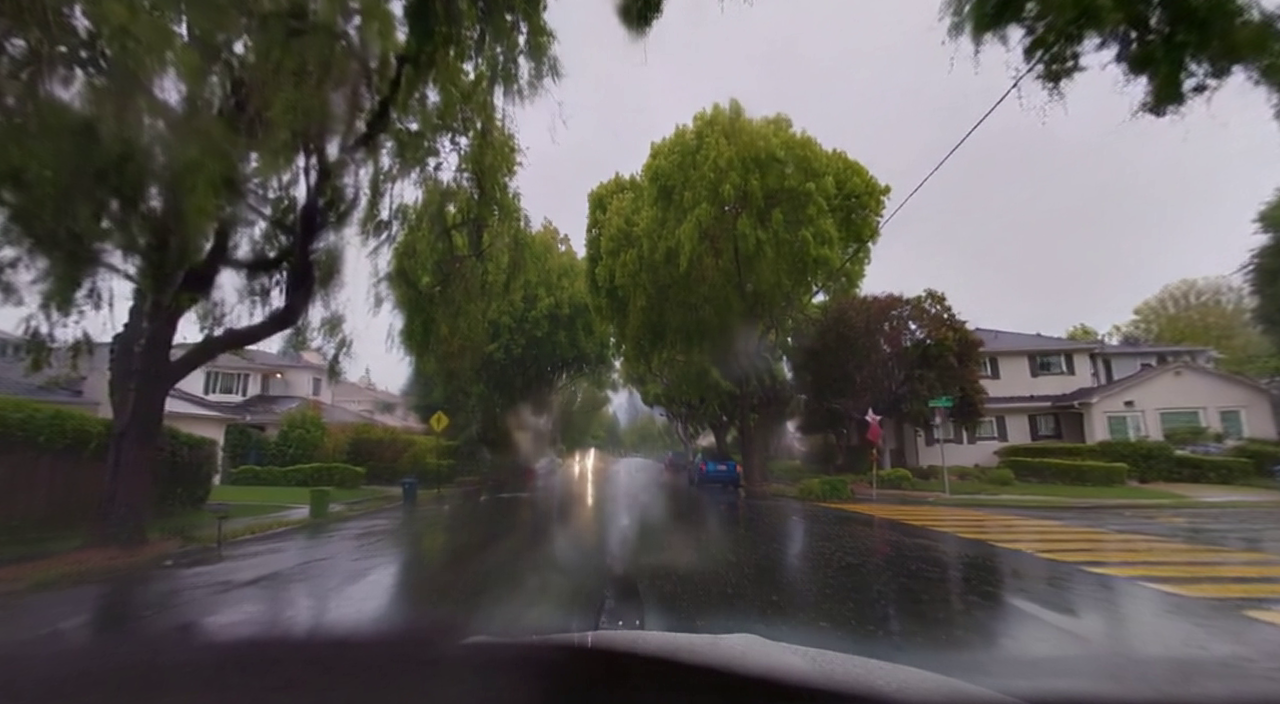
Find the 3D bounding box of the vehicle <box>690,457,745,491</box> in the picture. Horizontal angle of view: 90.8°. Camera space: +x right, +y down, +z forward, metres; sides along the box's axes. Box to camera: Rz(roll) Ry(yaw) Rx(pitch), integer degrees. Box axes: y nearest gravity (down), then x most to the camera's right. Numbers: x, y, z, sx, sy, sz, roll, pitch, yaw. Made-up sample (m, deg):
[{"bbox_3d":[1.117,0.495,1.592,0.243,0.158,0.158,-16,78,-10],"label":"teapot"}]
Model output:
[{"bbox_3d":[3.628,5.810,30.436,1.961,1.472,4.434,0,-9,-2],"label":"vehicle"}]
